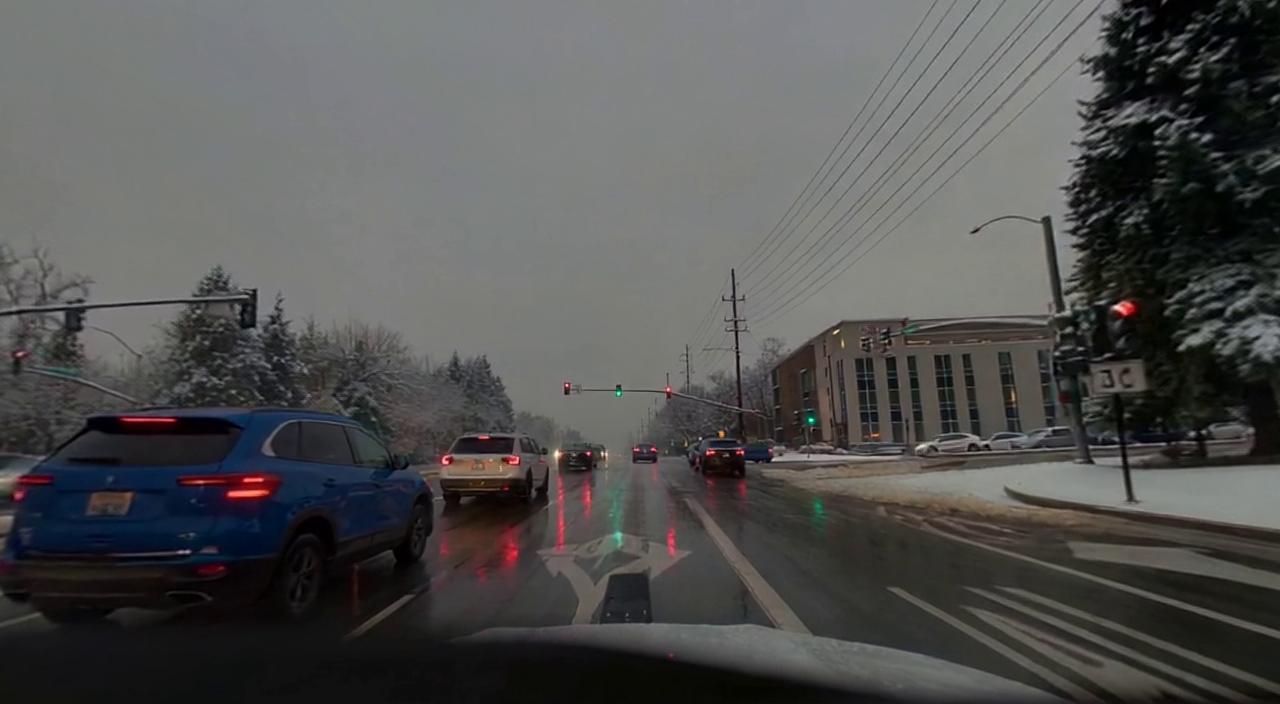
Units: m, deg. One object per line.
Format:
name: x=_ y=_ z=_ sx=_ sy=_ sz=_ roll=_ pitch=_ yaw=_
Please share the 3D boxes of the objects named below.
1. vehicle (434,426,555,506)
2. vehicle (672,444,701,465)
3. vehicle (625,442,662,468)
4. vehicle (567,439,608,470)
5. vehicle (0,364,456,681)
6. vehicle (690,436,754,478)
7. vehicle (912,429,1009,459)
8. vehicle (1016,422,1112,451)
vehicle: x=-3.516 y=2.854 z=16.141 sx=1.958 sy=1.744 sz=4.315 roll=0 pitch=-9 yaw=1
vehicle: x=3.506 y=7.799 z=48.106 sx=1.886 sy=1.455 sz=4.227 roll=0 pitch=-9 yaw=0
vehicle: x=0.249 y=6.562 z=40.234 sx=2.185 sy=1.515 sz=4.215 roll=0 pitch=-9 yaw=1
vehicle: x=-2.984 y=5.945 z=36.528 sx=1.900 sy=1.677 sz=4.128 roll=0 pitch=-9 yaw=2
vehicle: x=-3.436 y=1.268 z=5.727 sx=2.127 sy=1.754 sz=4.287 roll=0 pitch=-9 yaw=1
vehicle: x=3.566 y=4.692 z=28.400 sx=2.201 sy=1.734 sz=4.564 roll=0 pitch=-9 yaw=-1
vehicle: x=19.831 y=5.702 z=39.114 sx=5.033 sy=1.802 sz=1.928 roll=1 pitch=-9 yaw=-5
vehicle: x=26.351 y=5.288 z=39.271 sx=4.439 sy=1.748 sz=2.037 roll=0 pitch=-9 yaw=1
